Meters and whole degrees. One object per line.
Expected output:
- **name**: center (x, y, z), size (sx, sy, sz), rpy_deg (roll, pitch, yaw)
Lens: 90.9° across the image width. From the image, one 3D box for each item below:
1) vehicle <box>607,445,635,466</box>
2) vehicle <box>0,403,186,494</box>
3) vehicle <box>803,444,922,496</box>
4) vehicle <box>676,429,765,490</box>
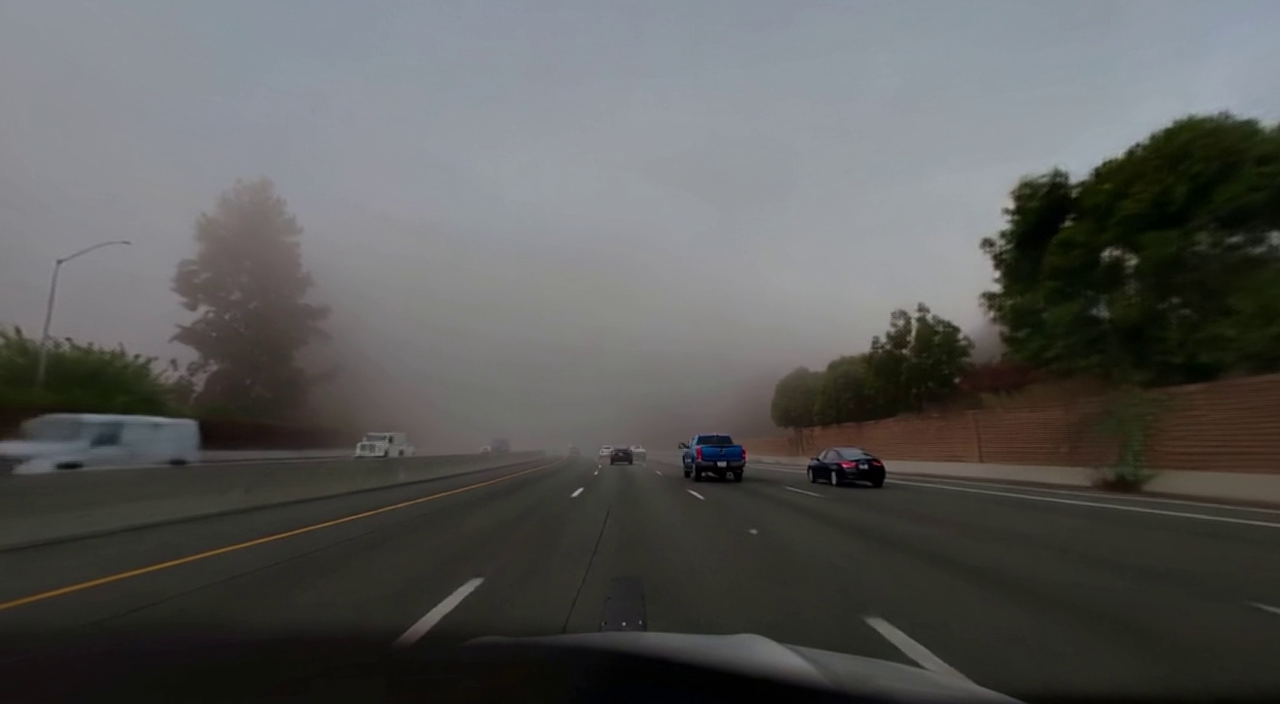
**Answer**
- **vehicle**: center (-1.561, 8.062, 49.327), size (2.050, 1.607, 3.821), rpy_deg (0, -8, -4)
- **vehicle**: center (-14.293, 2.336, 15.282), size (2.330, 1.837, 5.815), rpy_deg (0, -8, -1)
- **vehicle**: center (7.200, 3.837, 21.083), size (1.976, 1.485, 4.925), rpy_deg (0, -8, -3)
- **vehicle**: center (2.818, 3.946, 23.553), size (2.374, 1.952, 5.431), rpy_deg (0, -8, -2)
